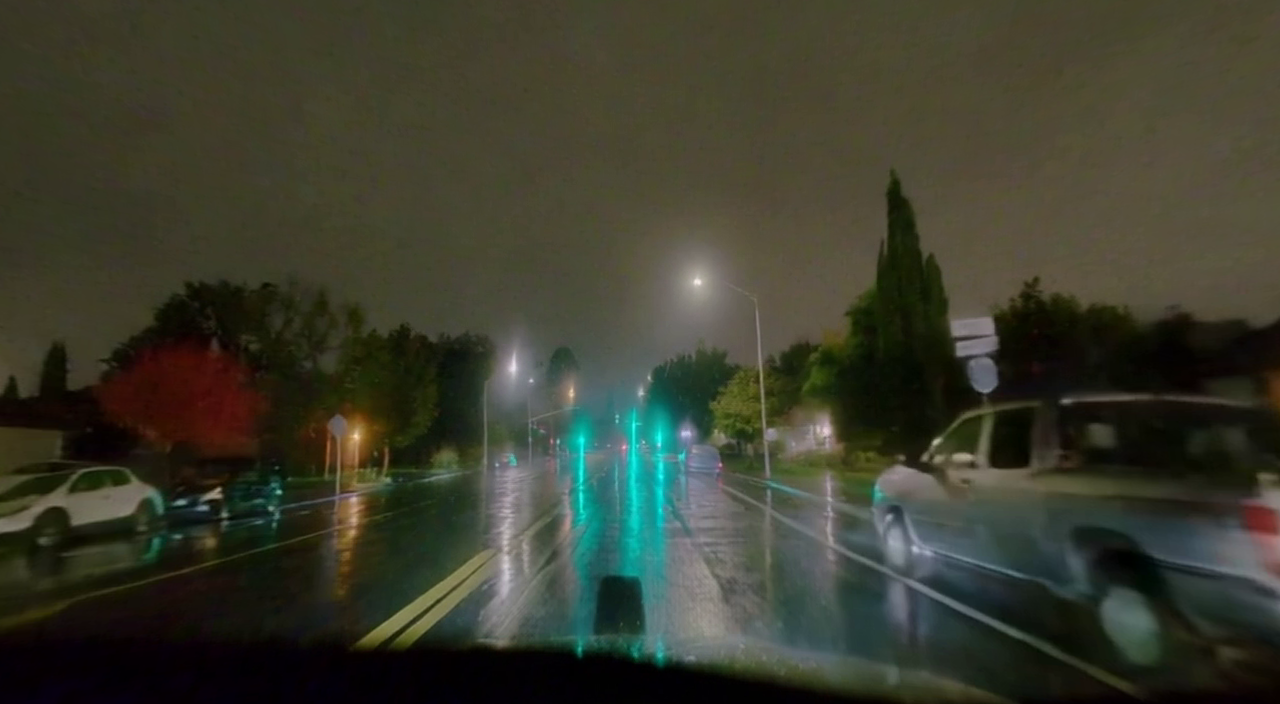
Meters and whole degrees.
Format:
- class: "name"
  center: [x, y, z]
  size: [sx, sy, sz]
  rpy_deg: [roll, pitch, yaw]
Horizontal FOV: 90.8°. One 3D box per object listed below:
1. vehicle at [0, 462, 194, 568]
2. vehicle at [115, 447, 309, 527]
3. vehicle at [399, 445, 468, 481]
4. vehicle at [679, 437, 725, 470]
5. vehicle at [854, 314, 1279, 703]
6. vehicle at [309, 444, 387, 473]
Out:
- class: "vehicle"
  center: [-11.078, 2.956, 12.161]
  size: [1.815, 1.532, 4.517]
  rpy_deg: [0, -8, -2]
- class: "vehicle"
  center: [-11.119, 3.476, 16.970]
  size: [1.981, 1.790, 4.682]
  rpy_deg: [0, -8, -1]
- class: "vehicle"
  center: [-11.203, 6.041, 34.712]
  size: [2.293, 1.836, 4.586]
  rpy_deg: [0, -8, -1]
- class: "vehicle"
  center: [3.575, 5.984, 37.518]
  size: [2.176, 1.793, 5.534]
  rpy_deg: [0, -8, 0]
- class: "vehicle"
  center: [3.839, 1.116, 4.674]
  size: [2.319, 1.938, 5.961]
  rpy_deg: [0, -8, -1]
- class: "vehicle"
  center: [-20.367, 7.409, 44.163]
  size: [4.398, 1.902, 2.043]
  rpy_deg: [0, -8, 1]
